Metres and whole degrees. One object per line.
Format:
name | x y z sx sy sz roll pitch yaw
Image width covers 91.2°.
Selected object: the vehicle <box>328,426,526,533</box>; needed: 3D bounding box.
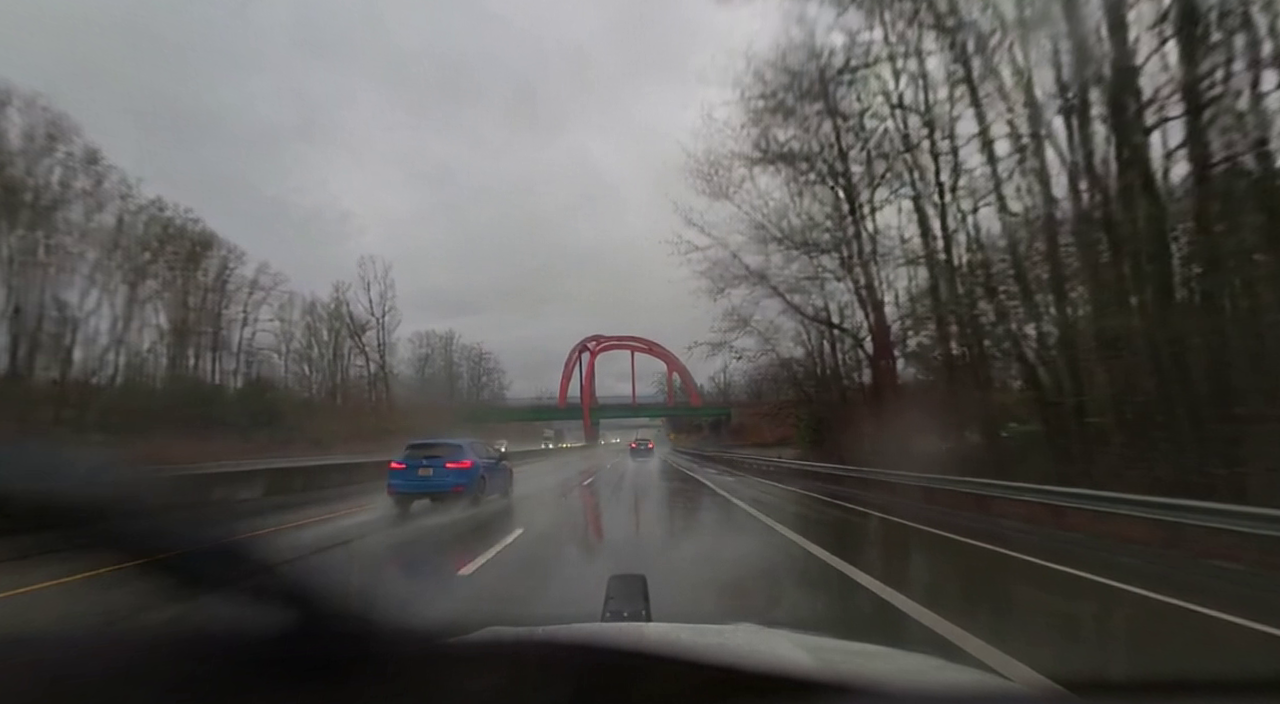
vehicle | -3.526 2.198 11.452 2.052 1.556 4.405 0 -8 0
